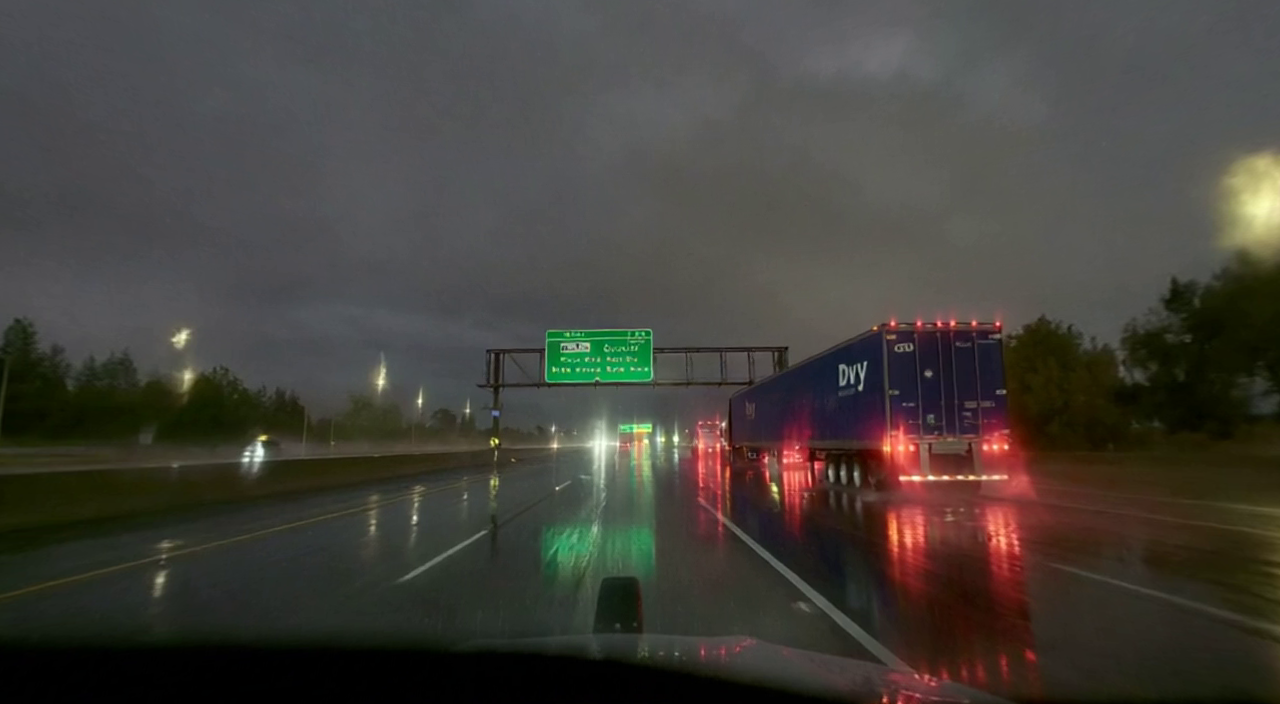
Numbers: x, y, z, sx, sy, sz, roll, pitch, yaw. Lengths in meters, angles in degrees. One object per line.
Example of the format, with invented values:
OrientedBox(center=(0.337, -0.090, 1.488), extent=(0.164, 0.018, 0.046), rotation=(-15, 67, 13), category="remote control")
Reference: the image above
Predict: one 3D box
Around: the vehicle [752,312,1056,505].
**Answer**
OrientedBox(center=(6.778, 2.296, 20.990), extent=(2.962, 3.947, 16.241), rotation=(0, -8, -1), category="vehicle")
